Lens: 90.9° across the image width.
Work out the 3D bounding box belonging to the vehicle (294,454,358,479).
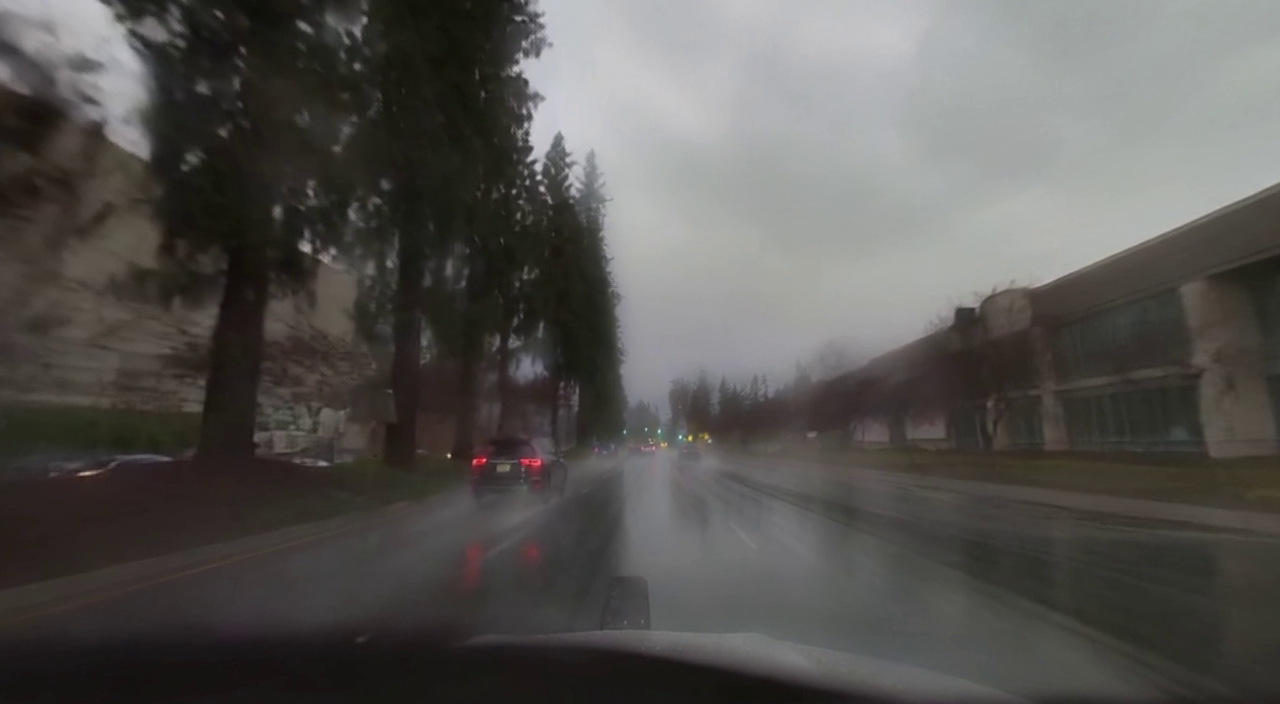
[{"bbox_3d":[-20.576,7.513,41.541,1.817,1.495,4.540,0,-8,0],"label":"vehicle"}]

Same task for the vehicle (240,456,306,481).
[{"bbox_3d":[-24.394,7.747,42.126,1.825,1.498,4.308,0,-8,0],"label":"vehicle"}]

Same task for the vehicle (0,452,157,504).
[{"bbox_3d":[-22.762,5.074,25.912,1.986,1.826,5.008,1,-8,-3],"label":"vehicle"}]

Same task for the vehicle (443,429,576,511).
[{"bbox_3d":[-2.909,2.766,15.258,2.121,1.656,4.559,0,-8,2],"label":"vehicle"}]
